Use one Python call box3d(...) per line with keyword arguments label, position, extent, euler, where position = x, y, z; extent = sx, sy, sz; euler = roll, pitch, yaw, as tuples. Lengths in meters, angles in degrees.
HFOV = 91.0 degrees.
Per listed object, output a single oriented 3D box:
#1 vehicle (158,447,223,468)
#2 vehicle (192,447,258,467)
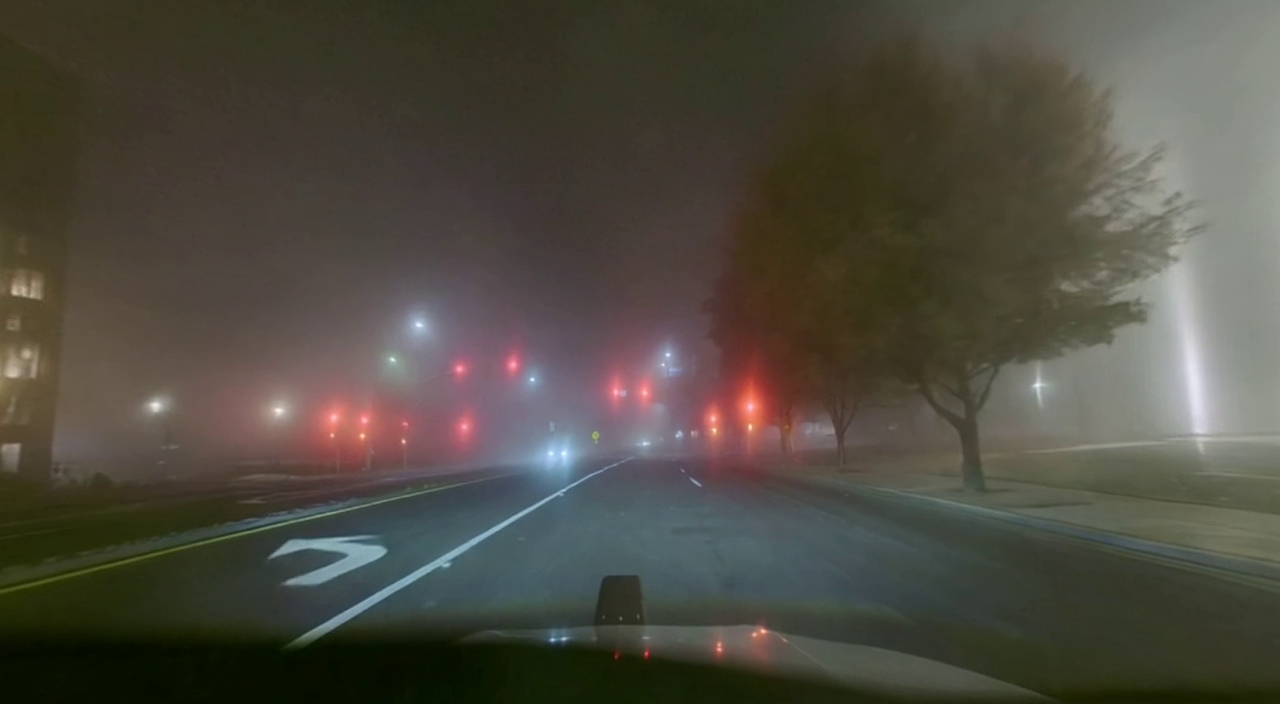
box3d(label="vehicle", position=(-34.703, 8.144, 48.790), extent=(1.916, 1.522, 4.217), euler=(0, -8, 0))
box3d(label="vehicle", position=(-32.072, 8.101, 48.874), extent=(1.852, 1.485, 4.683), euler=(0, -9, 1))
